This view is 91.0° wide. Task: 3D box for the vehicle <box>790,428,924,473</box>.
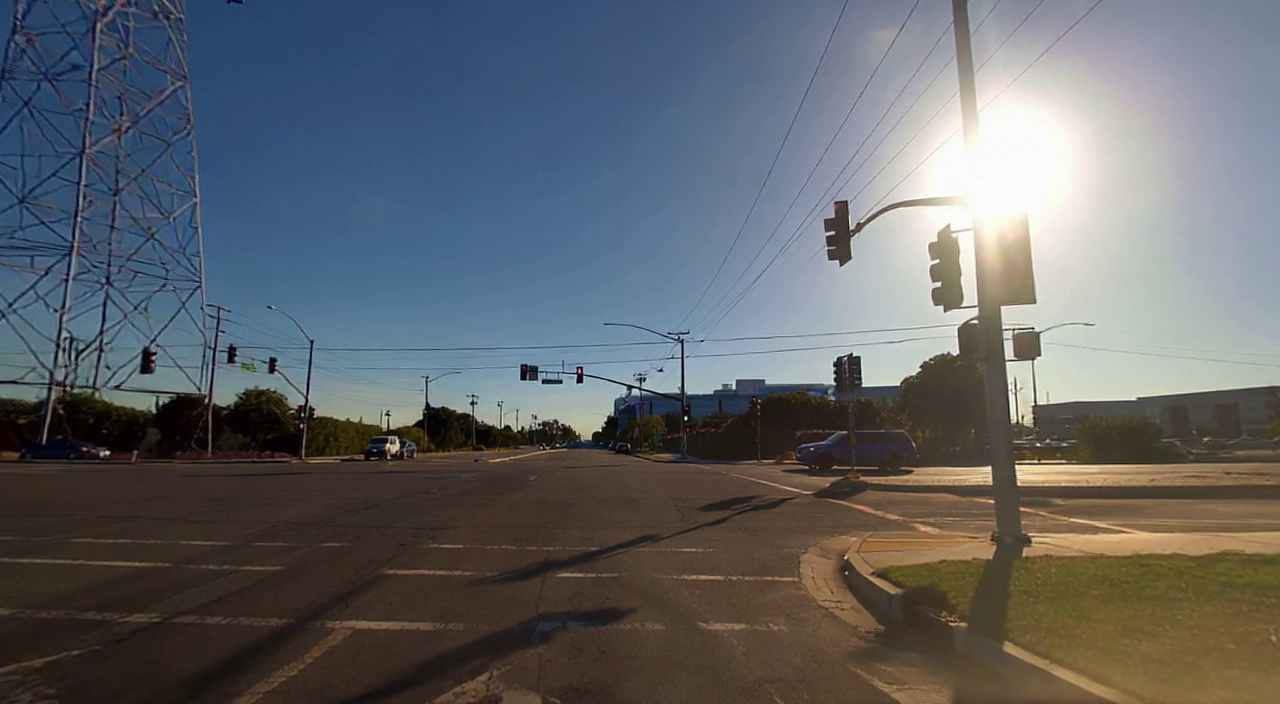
[{"bbox_3d":[8.702,4.019,25.724,4.884,1.714,2.021,-2,-9,12],"label":"vehicle"}]
